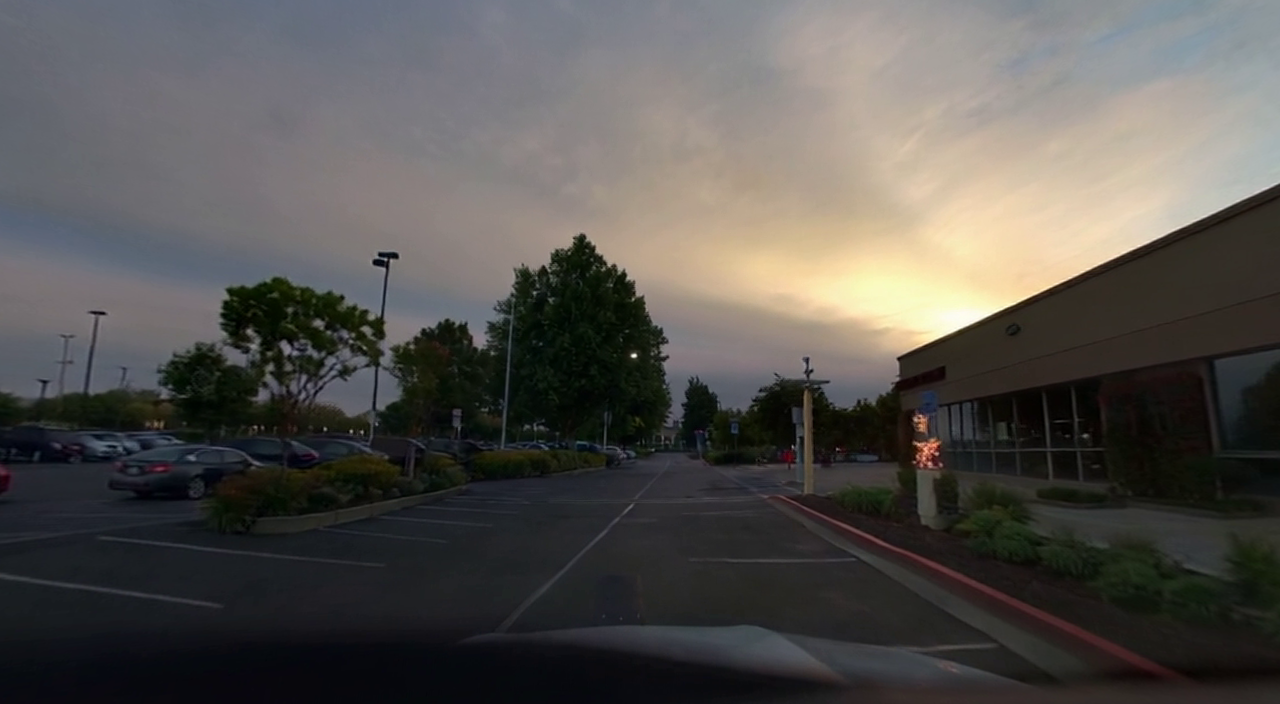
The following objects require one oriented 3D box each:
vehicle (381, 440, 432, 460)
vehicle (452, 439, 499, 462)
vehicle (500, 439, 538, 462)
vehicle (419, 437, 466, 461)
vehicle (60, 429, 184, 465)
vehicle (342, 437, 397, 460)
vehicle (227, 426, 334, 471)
[{"bbox_3d":[-17.696,7.427,48.032,1.909,1.474,3.908,-1,-9,8],"label":"vehicle"},{"bbox_3d":[-12.337,7.409,47.585,1.928,1.613,4.197,-1,-9,8],"label":"vehicle"},{"bbox_3d":[-9.176,7.504,48.156,1.892,1.597,4.259,0,-9,3],"label":"vehicle"},{"bbox_3d":[-14.906,7.362,47.832,1.902,1.645,3.903,0,-10,6],"label":"vehicle"},{"bbox_3d":[-24.528,4.532,30.182,1.876,1.591,4.470,-1,-9,5],"label":"vehicle"},{"bbox_3d":[-20.623,7.361,48.267,1.773,1.498,4.085,3,-8,10],"label":"vehicle"},{"bbox_3d":[-16.670,4.499,29.627,1.972,1.923,4.535,-1,-9,5],"label":"vehicle"}]
